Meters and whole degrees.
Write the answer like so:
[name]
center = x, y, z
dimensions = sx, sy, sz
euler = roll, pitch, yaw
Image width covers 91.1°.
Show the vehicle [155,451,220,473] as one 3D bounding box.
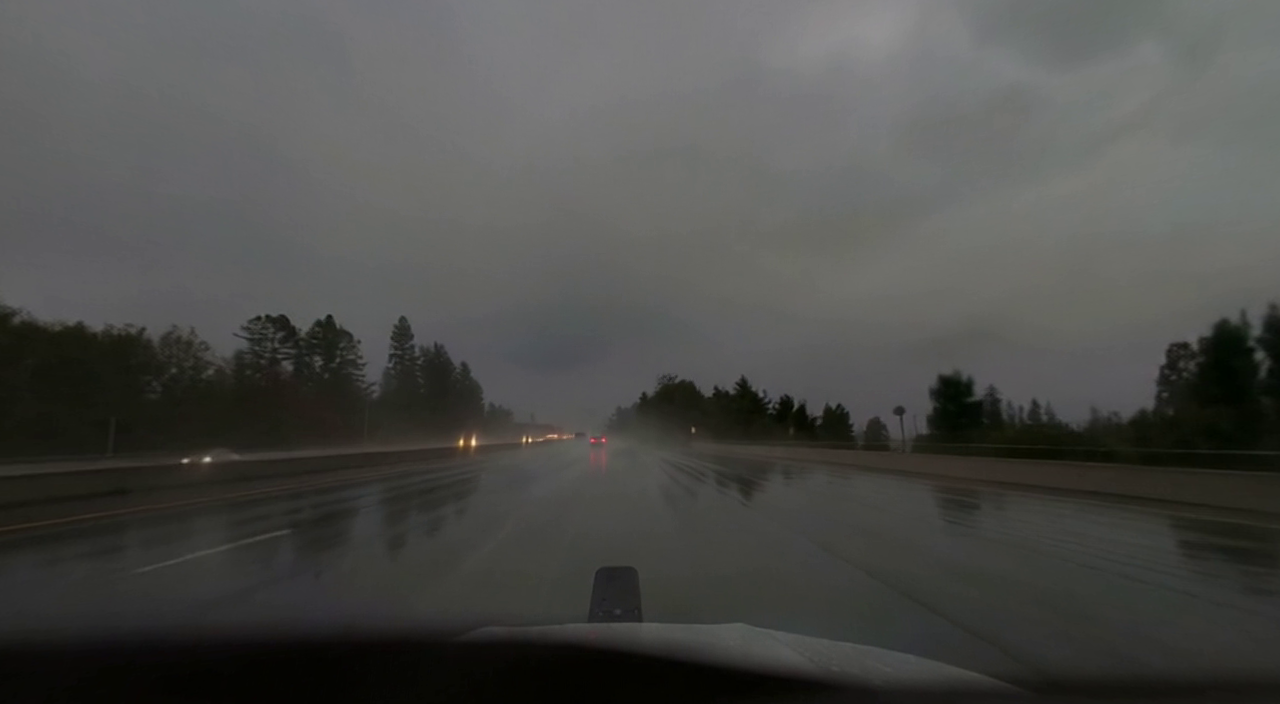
[vehicle]
center = -34.362, 8.356, 47.870
dimensions = 1.718, 1.467, 4.192
euler = -1, -8, 3
